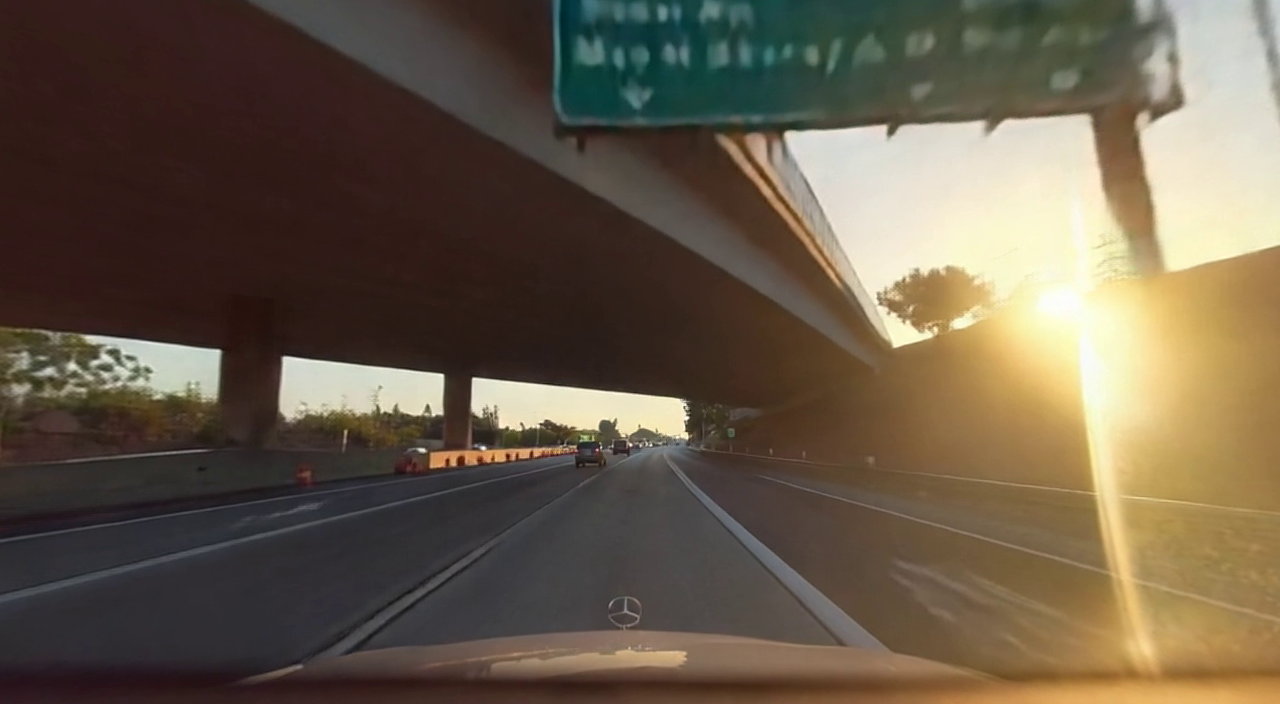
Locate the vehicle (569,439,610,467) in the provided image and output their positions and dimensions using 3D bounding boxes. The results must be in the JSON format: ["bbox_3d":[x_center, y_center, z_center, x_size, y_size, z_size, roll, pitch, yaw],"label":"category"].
[{"bbox_3d":[-3.052,6.195,38.690,2.078,1.629,4.059,0,-8,1],"label":"vehicle"}]
